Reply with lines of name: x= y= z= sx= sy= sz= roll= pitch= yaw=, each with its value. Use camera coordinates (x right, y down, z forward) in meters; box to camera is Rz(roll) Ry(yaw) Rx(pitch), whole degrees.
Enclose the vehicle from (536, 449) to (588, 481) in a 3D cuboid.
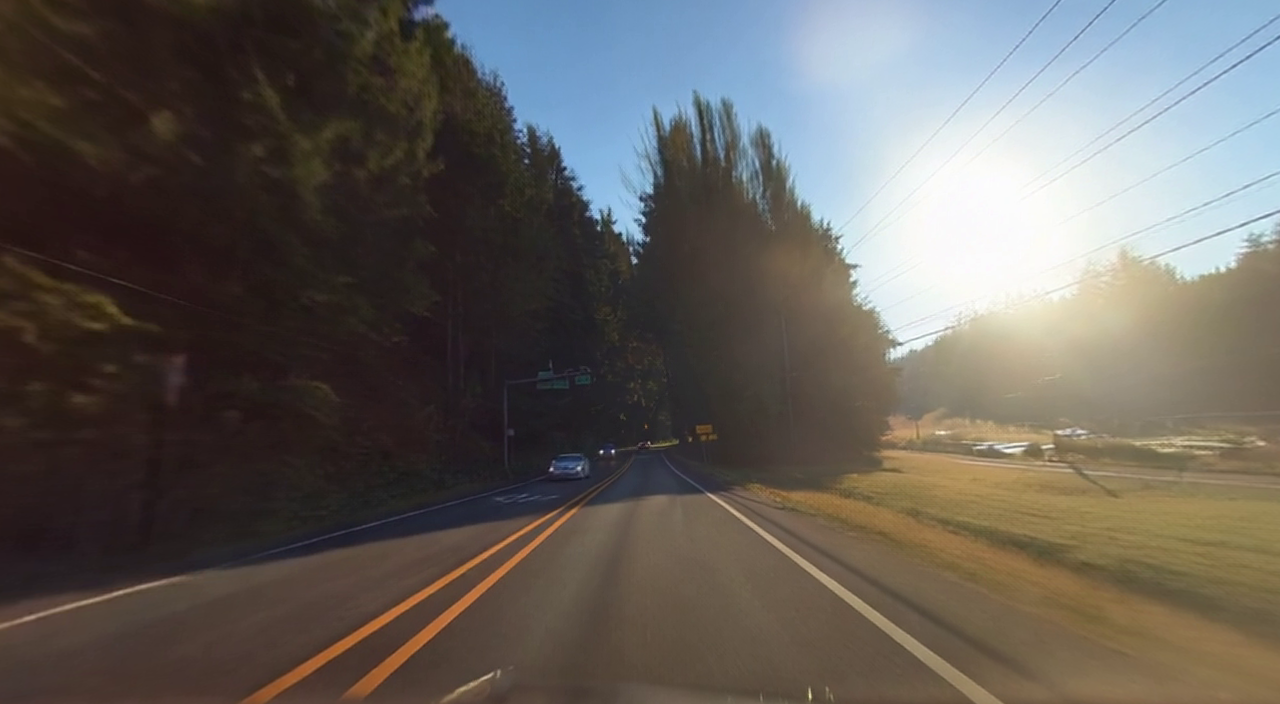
vehicle: x=-3.766 y=5.564 z=31.199 sx=2.002 sy=1.420 sz=3.948 roll=-1 pitch=-8 yaw=1
